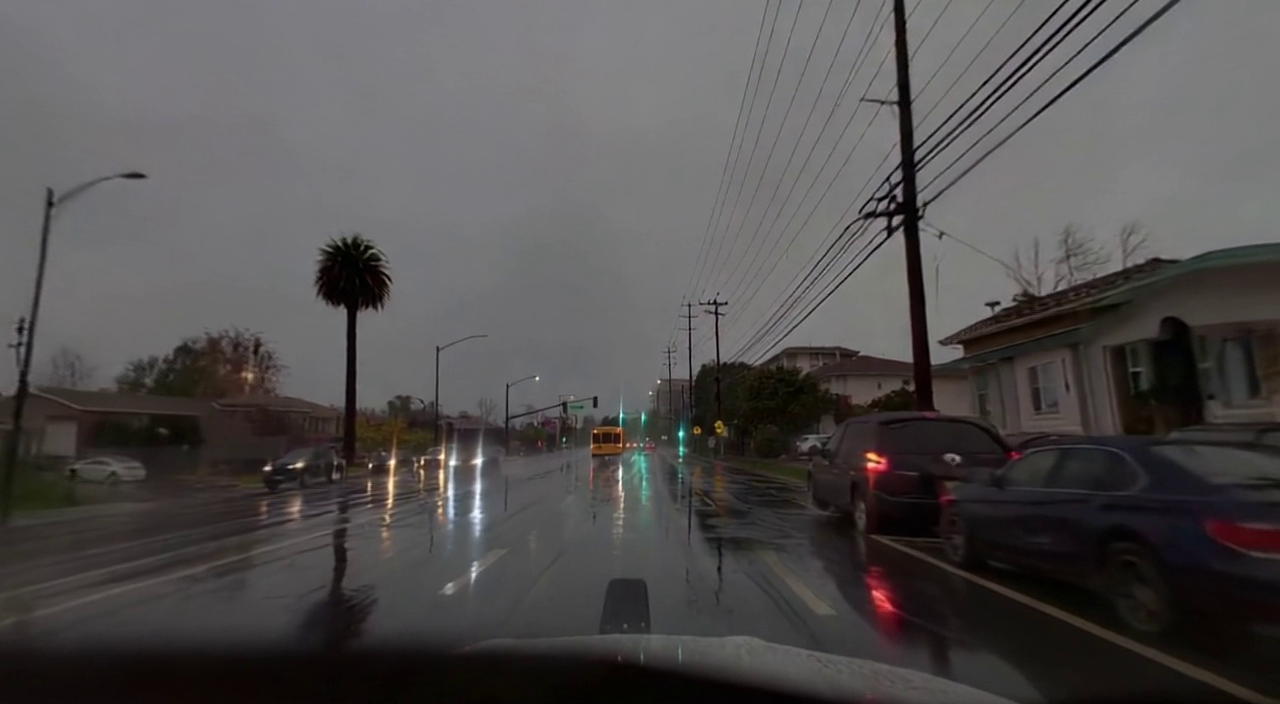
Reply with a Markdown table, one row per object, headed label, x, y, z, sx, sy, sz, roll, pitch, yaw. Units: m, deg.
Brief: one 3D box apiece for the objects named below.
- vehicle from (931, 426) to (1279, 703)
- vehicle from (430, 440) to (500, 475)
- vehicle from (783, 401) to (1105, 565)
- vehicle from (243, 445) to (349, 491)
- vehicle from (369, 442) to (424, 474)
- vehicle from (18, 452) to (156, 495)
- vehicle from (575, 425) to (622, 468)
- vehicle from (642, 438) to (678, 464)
| label | x | y | z | sx | sy | sz | roll | pitch | yaw |
| --- | --- | --- | --- | --- | --- | --- | --- | --- | --- |
| vehicle | 4.138 | 1.298 | 4.469 | 1.838 | 1.458 | 4.750 | 0 | -8 | -1 |
| vehicle | -8.530 | 5.154 | 31.165 | 2.096 | 1.552 | 4.714 | 0 | -8 | 0 |
| vehicle | 4.039 | 1.859 | 9.812 | 2.259 | 1.825 | 5.285 | 0 | -8 | -1 |
| vehicle | -15.373 | 5.153 | 28.513 | 1.993 | 1.639 | 5.065 | -7 | -8 | -1 |
| vehicle | -15.379 | 6.690 | 40.039 | 1.888 | 1.766 | 4.127 | -5 | -8 | -1 |
| vehicle | -20.651 | 4.527 | 23.633 | 3.558 | 1.480 | 1.670 | 0 | -8 | 0 |
| vehicle | -2.084 | 4.909 | 32.792 | 2.168 | 2.040 | 4.527 | 0 | -8 | 0 |
| vehicle | 1.206 | 6.025 | 38.573 | 2.063 | 1.495 | 3.849 | 0 | -8 | 1 |
